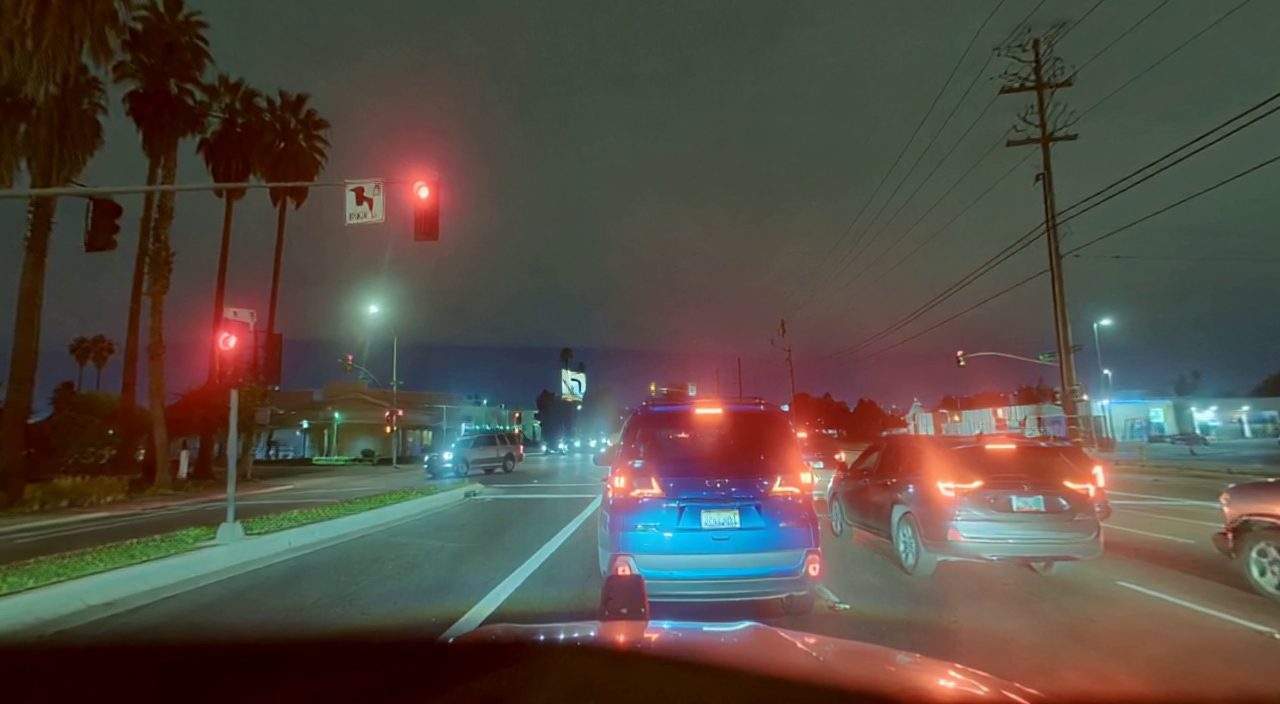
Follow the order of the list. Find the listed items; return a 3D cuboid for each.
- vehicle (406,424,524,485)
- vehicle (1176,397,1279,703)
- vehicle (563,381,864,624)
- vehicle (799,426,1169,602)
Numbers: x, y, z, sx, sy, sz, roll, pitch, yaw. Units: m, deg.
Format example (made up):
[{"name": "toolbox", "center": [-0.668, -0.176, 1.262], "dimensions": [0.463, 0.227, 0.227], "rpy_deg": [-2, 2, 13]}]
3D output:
[{"name": "vehicle", "center": [-8.453, 5.032, 31.183], "dimensions": [2.230, 2.653, 5.869], "rpy_deg": [-4, -10, 25]}, {"name": "vehicle", "center": [3.359, 0.651, 0.652], "dimensions": [1.805, 1.485, 4.348], "rpy_deg": [0, -9, 1]}, {"name": "vehicle", "center": [0.469, 1.430, 6.884], "dimensions": [2.228, 1.780, 4.269], "rpy_deg": [0, -9, -2]}, {"name": "vehicle", "center": [3.453, 1.689, 7.504], "dimensions": [1.895, 1.456, 4.255], "rpy_deg": [0, -9, -2]}]
